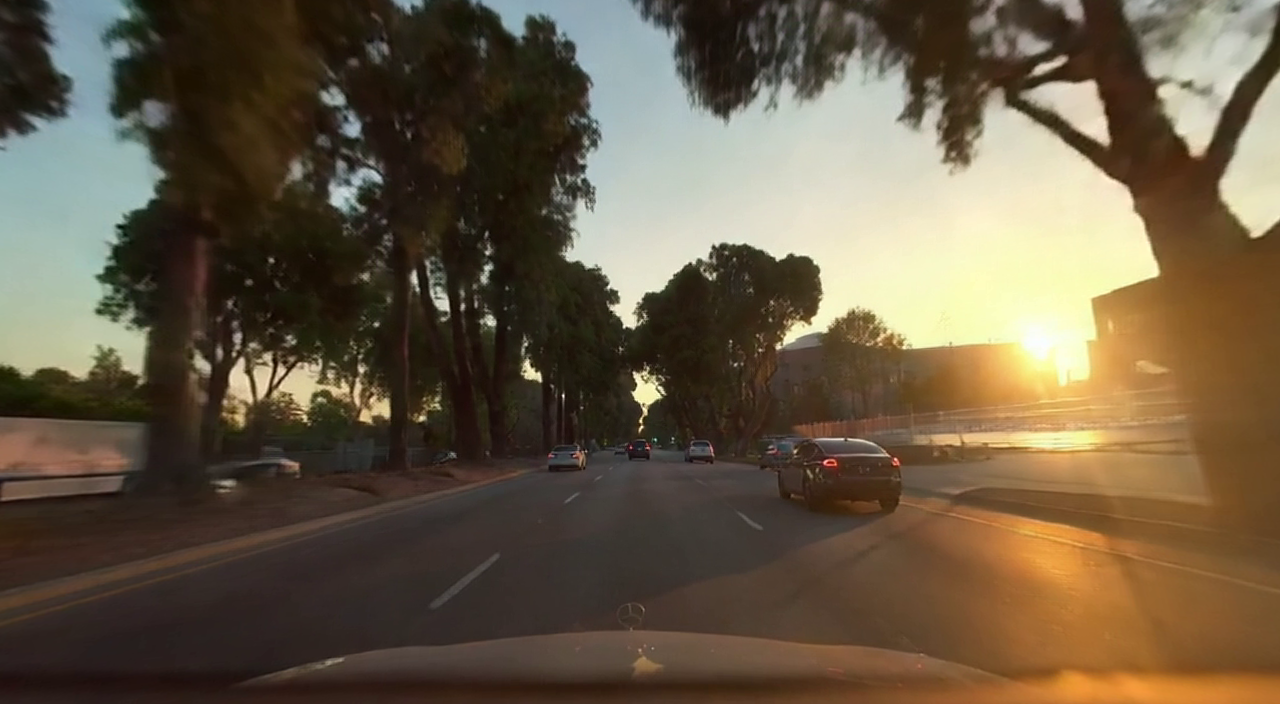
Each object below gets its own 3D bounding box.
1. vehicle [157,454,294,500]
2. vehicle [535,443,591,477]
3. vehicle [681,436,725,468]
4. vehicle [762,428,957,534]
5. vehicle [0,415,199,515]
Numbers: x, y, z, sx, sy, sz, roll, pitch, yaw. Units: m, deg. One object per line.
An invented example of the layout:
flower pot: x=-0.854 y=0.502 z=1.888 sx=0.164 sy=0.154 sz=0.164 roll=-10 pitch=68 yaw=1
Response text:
vehicle: x=-15.645 y=4.722 z=24.188 sx=2.046 sy=1.482 sz=4.697 roll=0 pitch=-8 yaw=1
vehicle: x=-3.328 y=4.741 z=28.003 sx=2.013 sy=1.354 sz=3.908 roll=0 pitch=-8 yaw=0
vehicle: x=3.473 y=5.614 z=35.620 sx=1.980 sy=1.709 sz=4.367 roll=0 pitch=-8 yaw=-1
vehicle: x=3.580 y=2.167 z=11.244 sx=1.919 sy=1.502 sz=4.232 roll=0 pitch=-8 yaw=0
vehicle: x=-22.505 y=4.220 z=24.255 sx=2.816 sy=3.267 sz=11.356 roll=0 pitch=-8 yaw=0
